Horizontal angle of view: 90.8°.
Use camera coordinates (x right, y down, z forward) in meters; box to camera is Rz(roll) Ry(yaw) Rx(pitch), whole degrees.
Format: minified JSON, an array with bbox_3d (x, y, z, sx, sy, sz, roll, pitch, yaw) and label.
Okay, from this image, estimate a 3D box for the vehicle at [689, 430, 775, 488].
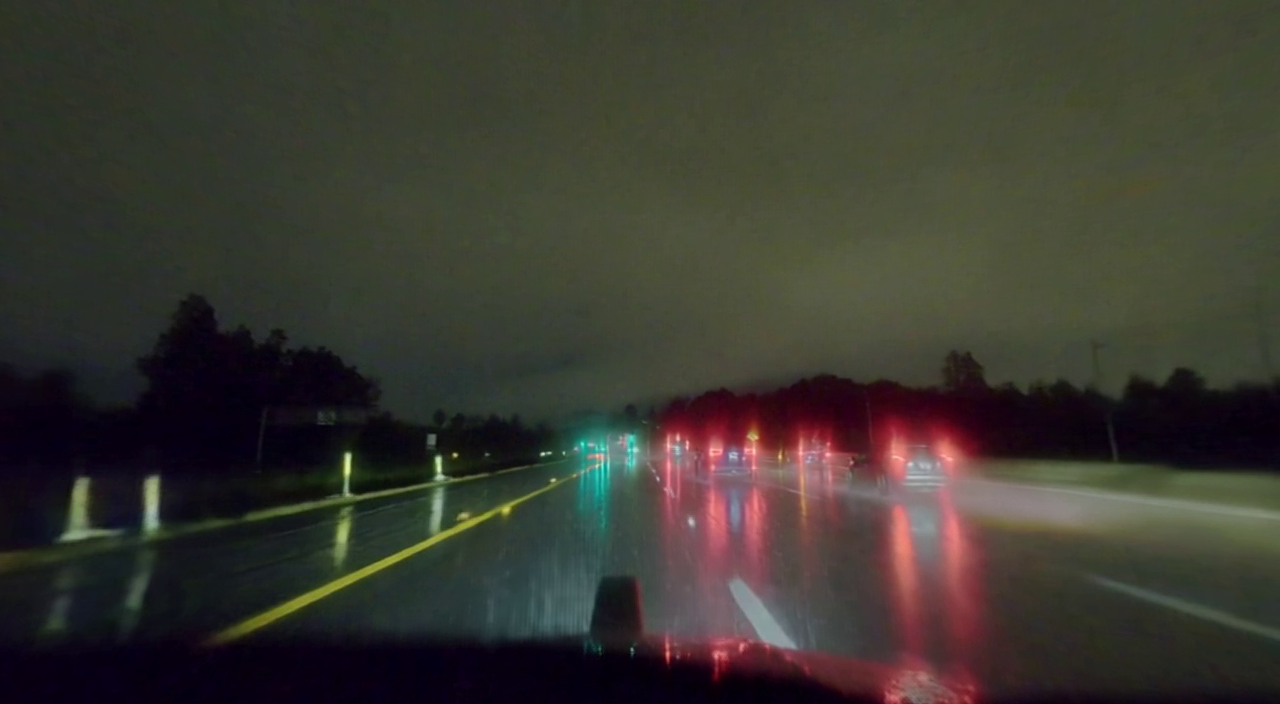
[{"bbox_3d":[3.058,3.706,22.191,2.141,1.785,4.778,0,-8,-2],"label":"vehicle"}]
